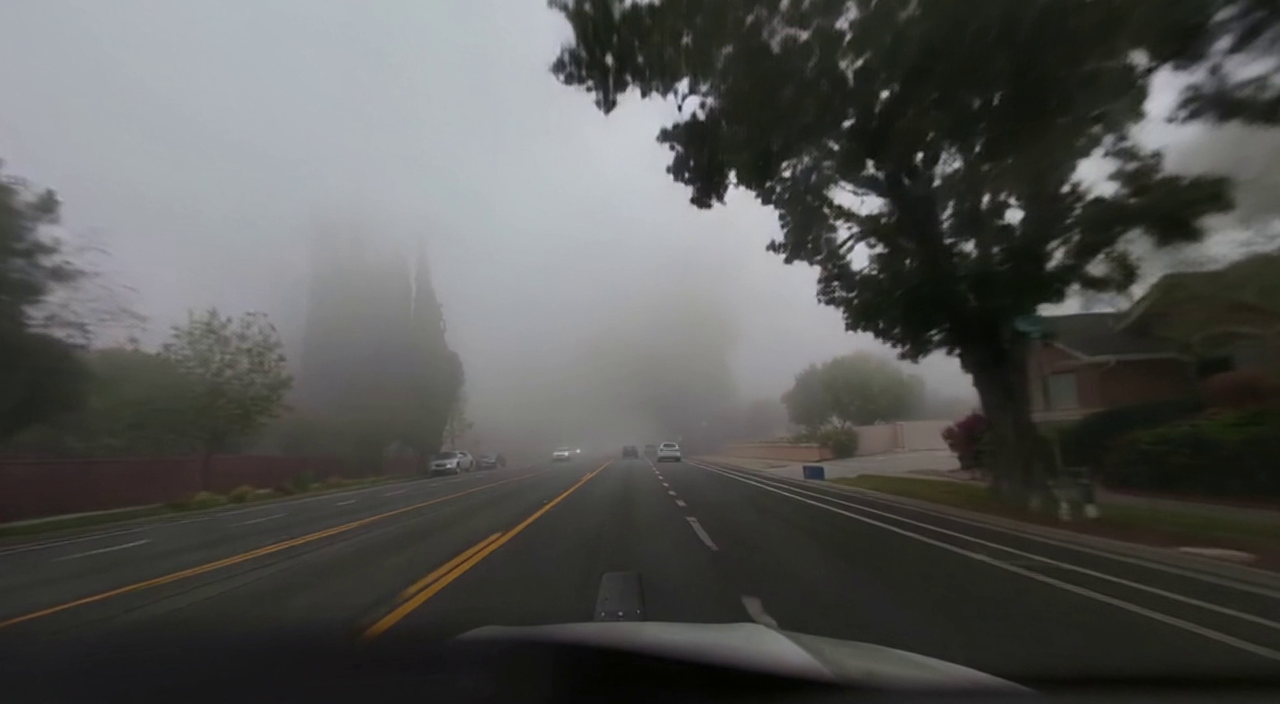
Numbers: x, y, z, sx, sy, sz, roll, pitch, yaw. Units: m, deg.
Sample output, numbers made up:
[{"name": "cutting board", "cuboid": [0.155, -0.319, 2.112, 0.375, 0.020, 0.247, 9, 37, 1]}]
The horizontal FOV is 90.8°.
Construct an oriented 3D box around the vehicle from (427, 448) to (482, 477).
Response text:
[{"name": "vehicle", "cuboid": [-12.456, 7.471, 42.837, 2.094, 1.797, 5.655, 0, -9, 0]}]
